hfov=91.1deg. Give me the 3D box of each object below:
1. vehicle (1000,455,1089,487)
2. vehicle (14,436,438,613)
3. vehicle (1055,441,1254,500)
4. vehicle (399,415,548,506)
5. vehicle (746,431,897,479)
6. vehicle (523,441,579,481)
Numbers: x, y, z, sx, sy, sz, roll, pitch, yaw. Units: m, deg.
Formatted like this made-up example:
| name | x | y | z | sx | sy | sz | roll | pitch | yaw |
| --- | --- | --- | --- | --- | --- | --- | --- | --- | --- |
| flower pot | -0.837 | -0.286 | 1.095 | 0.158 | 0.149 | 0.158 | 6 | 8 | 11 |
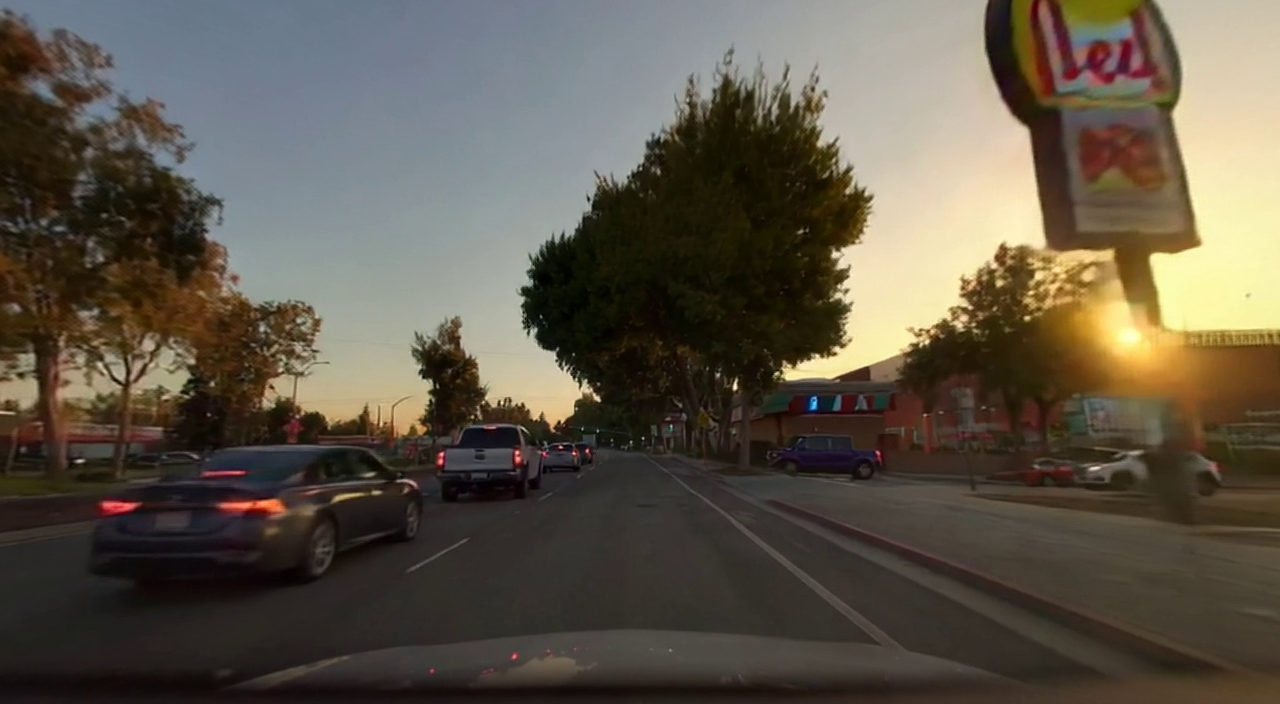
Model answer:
| name | x | y | z | sx | sy | sz | roll | pitch | yaw |
| --- | --- | --- | --- | --- | --- | --- | --- | --- | --- |
| vehicle | 20.142 | 5.904 | 31.483 | 1.646 | 1.418 | 3.910 | 1 | -8 | -4 |
| vehicle | -4.135 | 1.751 | 7.420 | 2.113 | 1.446 | 4.309 | 0 | -8 | -1 |
| vehicle | 18.304 | 4.220 | 22.614 | 5.120 | 1.817 | 2.154 | 1 | -8 | 5 |
| vehicle | -4.394 | 3.017 | 17.972 | 2.664 | 2.122 | 6.124 | 0 | -8 | -1 |
| vehicle | 6.387 | 3.745 | 22.661 | 4.813 | 1.622 | 2.110 | 0 | -11 | 4 |
| vehicle | -4.427 | 5.457 | 31.913 | 2.129 | 1.855 | 4.414 | 0 | -8 | 1 |
